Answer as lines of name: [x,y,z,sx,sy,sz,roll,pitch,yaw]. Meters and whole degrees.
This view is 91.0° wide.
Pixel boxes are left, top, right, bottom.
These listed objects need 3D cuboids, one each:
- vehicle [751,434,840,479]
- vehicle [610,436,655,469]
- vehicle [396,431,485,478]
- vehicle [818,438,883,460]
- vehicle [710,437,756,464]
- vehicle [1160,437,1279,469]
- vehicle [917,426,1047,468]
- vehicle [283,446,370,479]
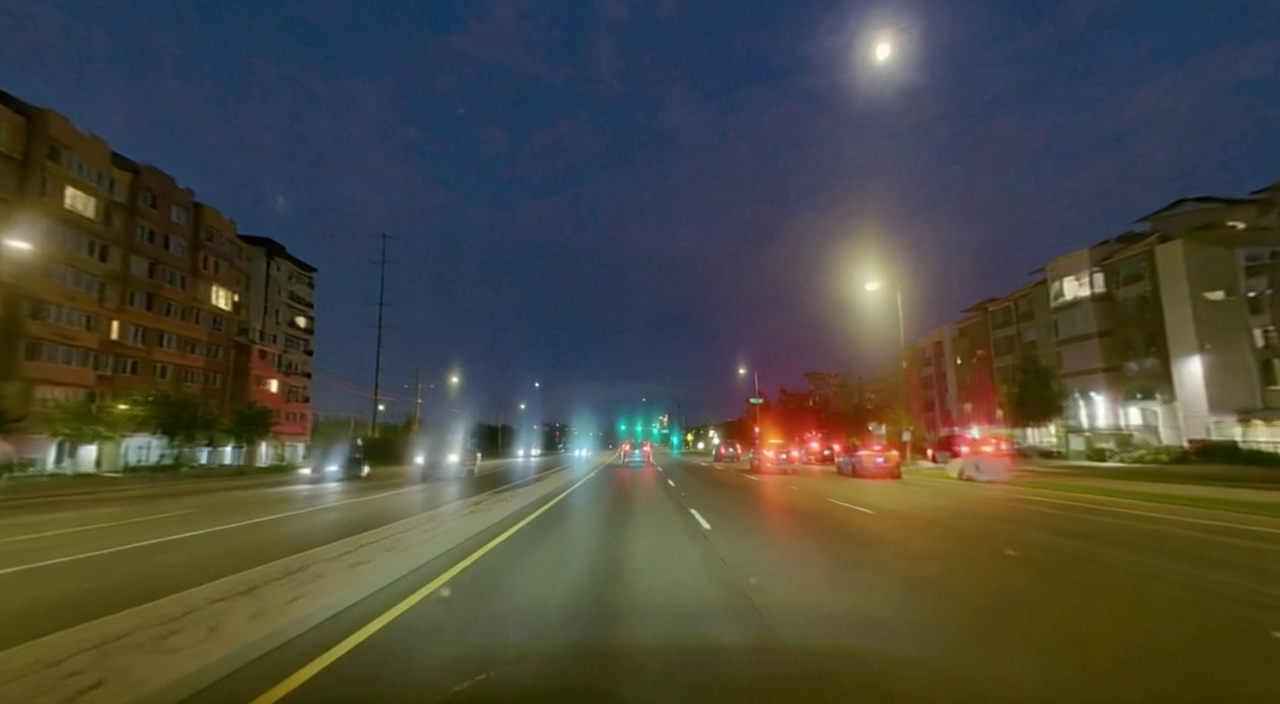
vehicle: [5.961,4.069,24.799,2.121,1.557,4.898,0,-8,-1]
vehicle: [-0.366,5.092,31.912,2.106,1.553,3.964,0,-8,-1]
vehicle: [-8.671,4.526,27.970,2.357,1.894,4.864,0,-8,0]
vehicle: [16.628,7.709,49.995,2.194,1.666,4.576,4,-9,-27]
vehicle: [5.717,6.137,39.230,2.154,1.554,4.149,0,-8,-2]
vehicle: [29.605,5.150,32.384,1.781,1.507,4.628,0,-8,2]
vehicle: [17.679,4.951,32.718,5.388,2.082,2.328,1,-9,-4]
vehicle: [-15.800,5.585,32.047,1.977,1.514,4.720,0,-8,0]
